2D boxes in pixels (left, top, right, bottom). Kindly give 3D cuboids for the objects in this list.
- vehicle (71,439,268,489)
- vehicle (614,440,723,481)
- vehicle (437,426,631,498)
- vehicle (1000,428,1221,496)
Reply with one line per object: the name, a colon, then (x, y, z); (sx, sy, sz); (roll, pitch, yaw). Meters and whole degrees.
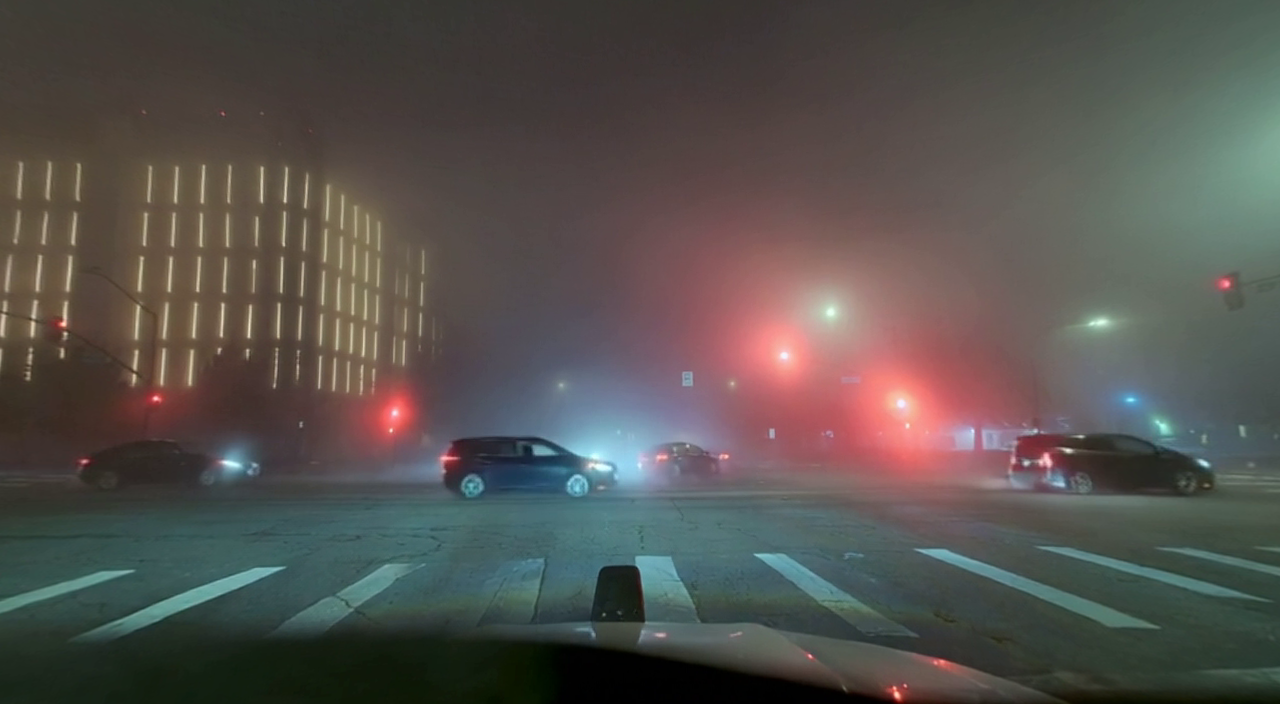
vehicle: (-14.533, 3.471, 19.791); (4.424, 1.454, 2.043); (1, -8, -7)
vehicle: (1.265, 4.517, 26.572); (4.397, 1.569, 1.955); (7, -11, -39)
vehicle: (-2.805, 2.991, 17.424); (4.923, 1.800, 2.153); (1, -8, -6)
vehicle: (14.561, 3.384, 19.799); (5.101, 1.940, 2.468); (1, -8, -6)
